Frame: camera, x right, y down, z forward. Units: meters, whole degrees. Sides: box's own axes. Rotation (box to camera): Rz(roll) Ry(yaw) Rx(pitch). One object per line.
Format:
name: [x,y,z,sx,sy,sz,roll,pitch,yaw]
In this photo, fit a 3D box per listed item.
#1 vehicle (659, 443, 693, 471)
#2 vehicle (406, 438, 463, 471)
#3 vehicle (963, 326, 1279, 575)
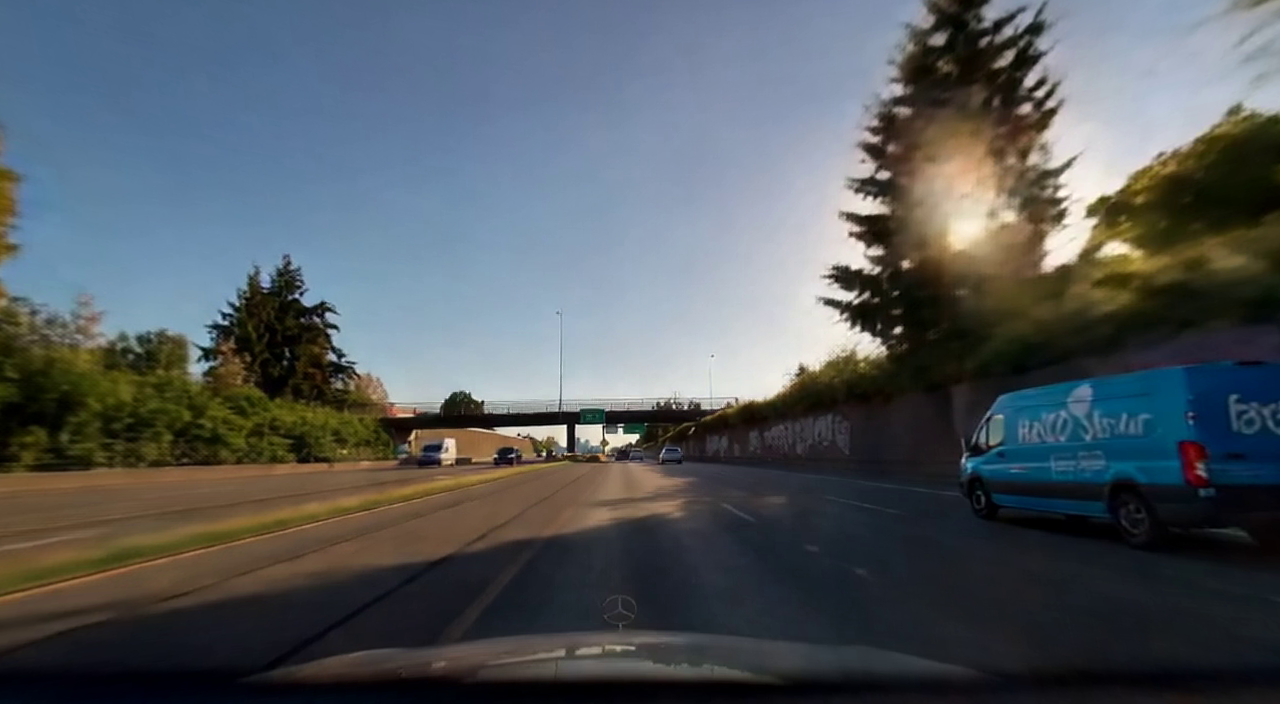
vehicle: [2.579,7.722,46.369,2.007,1.943,5.010,0,-9,-2]
vehicle: [-15.798,7.902,48.687,2.397,2.304,6.142,0,-9,-1]
vehicle: [7.671,1.451,9.578,2.283,2.631,5.719,0,-9,-1]
